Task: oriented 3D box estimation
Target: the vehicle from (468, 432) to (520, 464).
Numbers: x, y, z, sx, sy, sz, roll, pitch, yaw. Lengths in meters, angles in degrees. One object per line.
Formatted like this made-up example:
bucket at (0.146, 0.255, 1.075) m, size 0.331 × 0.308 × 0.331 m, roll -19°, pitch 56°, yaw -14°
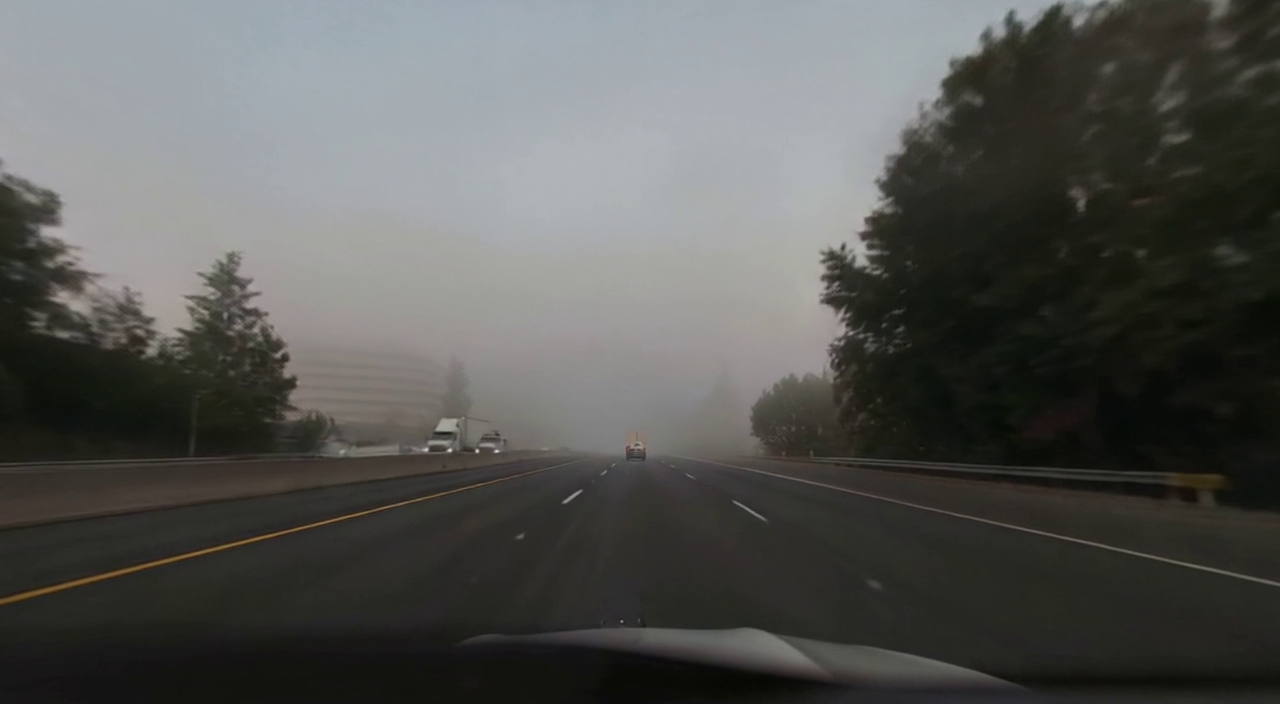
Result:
vehicle at (-11.290, 7.516, 49.252) m, size 2.400 × 2.294 × 6.797 m, roll 0°, pitch -9°, yaw 0°
